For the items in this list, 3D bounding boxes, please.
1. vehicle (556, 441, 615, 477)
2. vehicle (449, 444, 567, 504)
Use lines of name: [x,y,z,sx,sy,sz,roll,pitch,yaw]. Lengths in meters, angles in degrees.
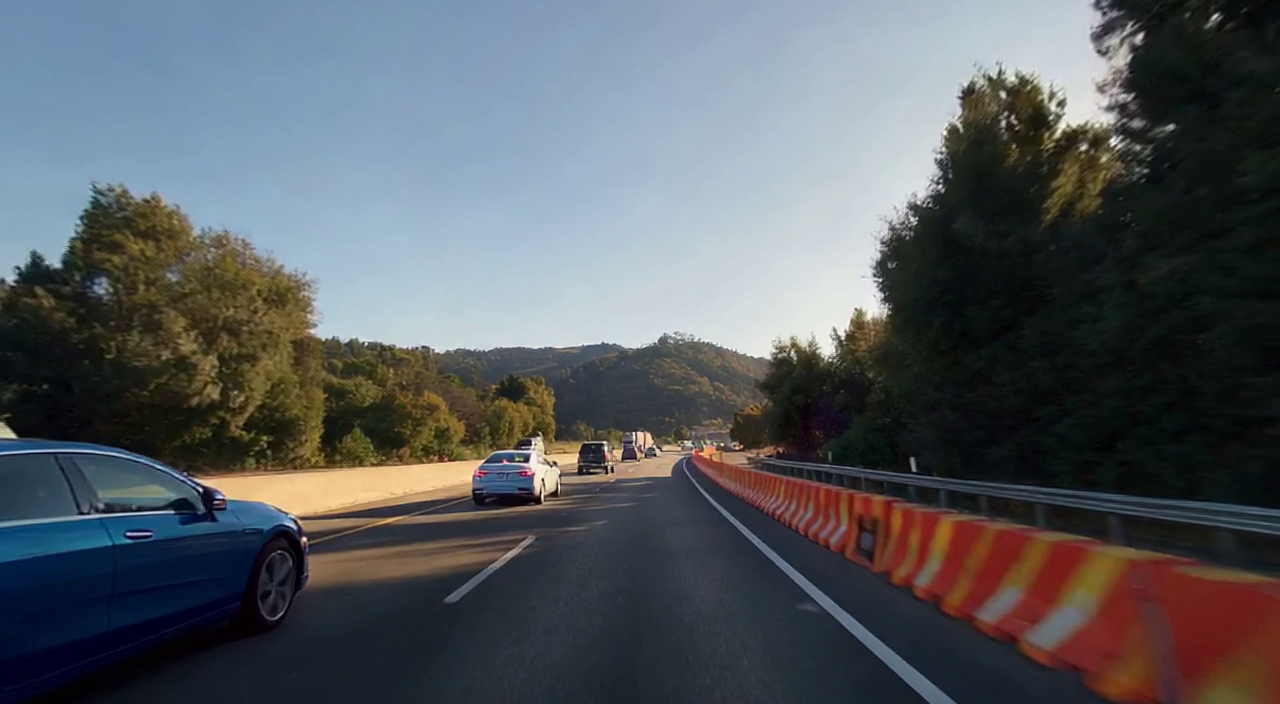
vehicle: [-2.369,4.785,28.270,2.094,1.480,4.124,-1,-9,3]
vehicle: [-3.169,3.034,16.062,2.061,1.330,3.928,0,-9,2]
